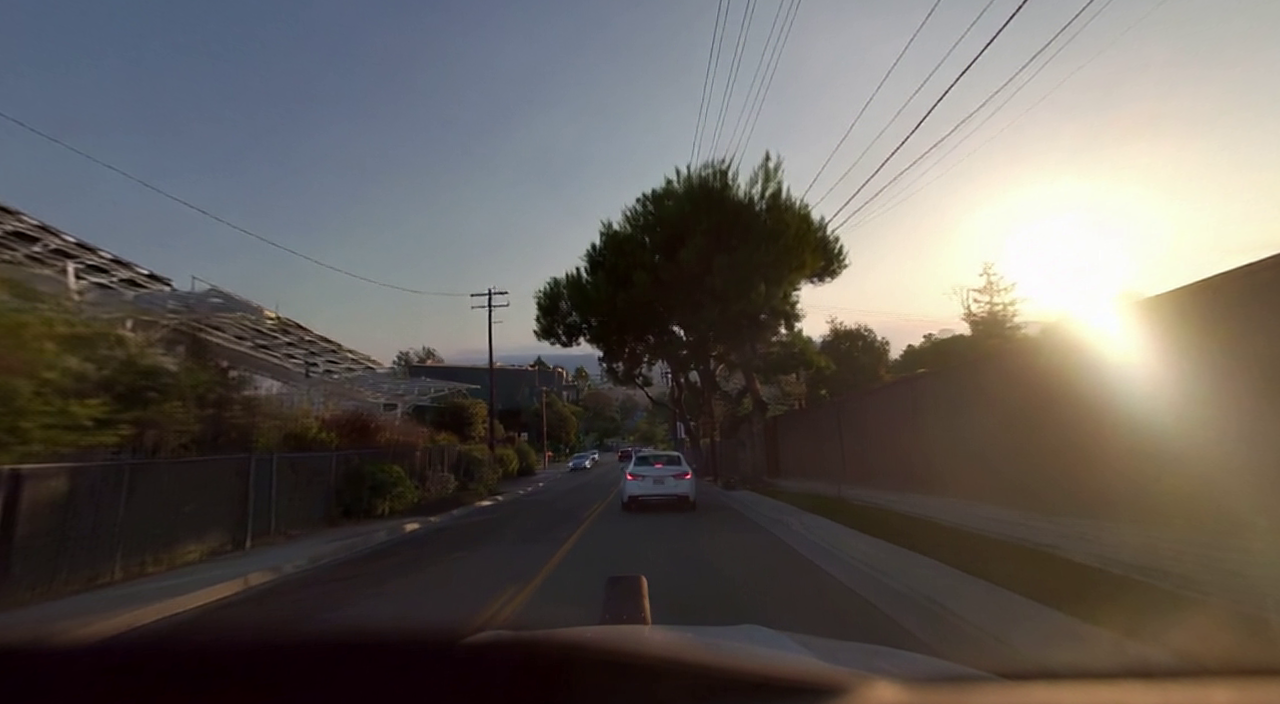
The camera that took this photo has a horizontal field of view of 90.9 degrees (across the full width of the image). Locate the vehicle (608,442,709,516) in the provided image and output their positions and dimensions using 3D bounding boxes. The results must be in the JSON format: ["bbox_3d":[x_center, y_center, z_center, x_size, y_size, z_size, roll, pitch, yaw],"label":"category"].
[{"bbox_3d":[0.379,2.886,14.921,2.060,1.487,3.920,0,-8,0],"label":"vehicle"}]
